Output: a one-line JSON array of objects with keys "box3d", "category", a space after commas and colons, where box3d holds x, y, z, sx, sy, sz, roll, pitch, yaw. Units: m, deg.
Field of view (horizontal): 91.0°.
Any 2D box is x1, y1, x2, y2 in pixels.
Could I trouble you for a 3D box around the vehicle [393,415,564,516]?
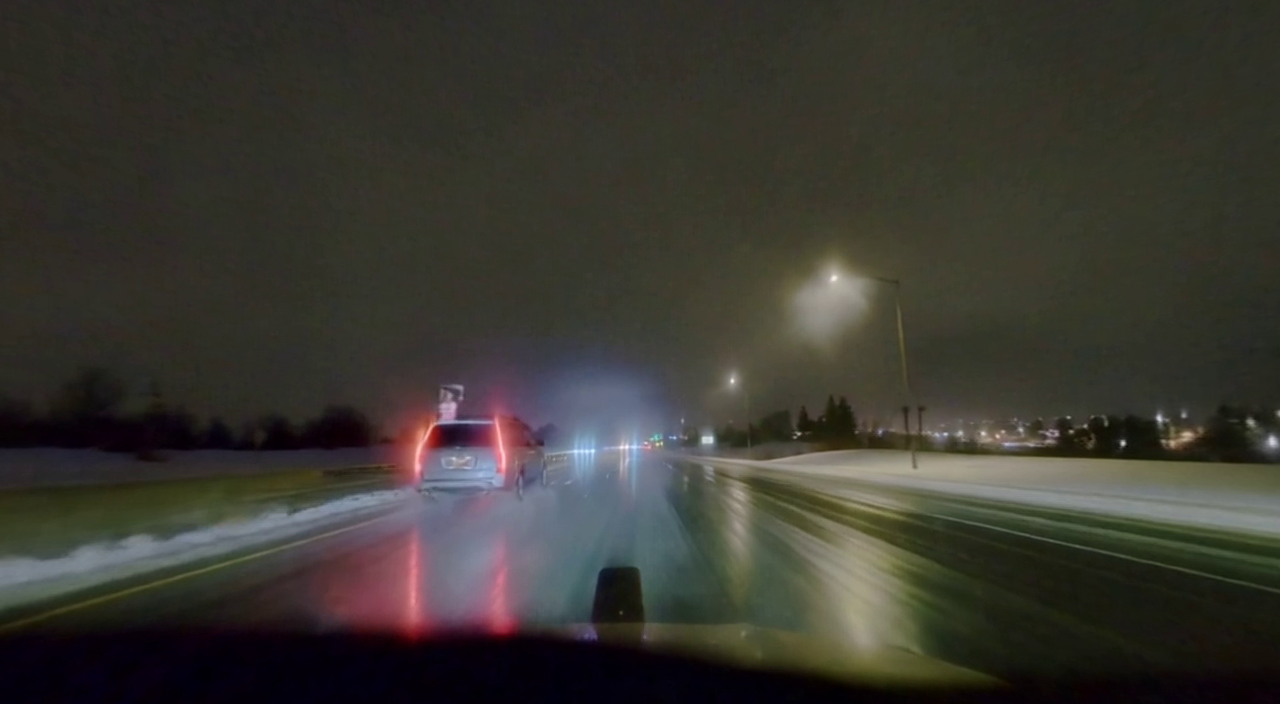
[{"box3d": [-3.466, 2.622, 15.048, 2.431, 1.928, 5.760, 0, -9, 1], "category": "vehicle"}]
